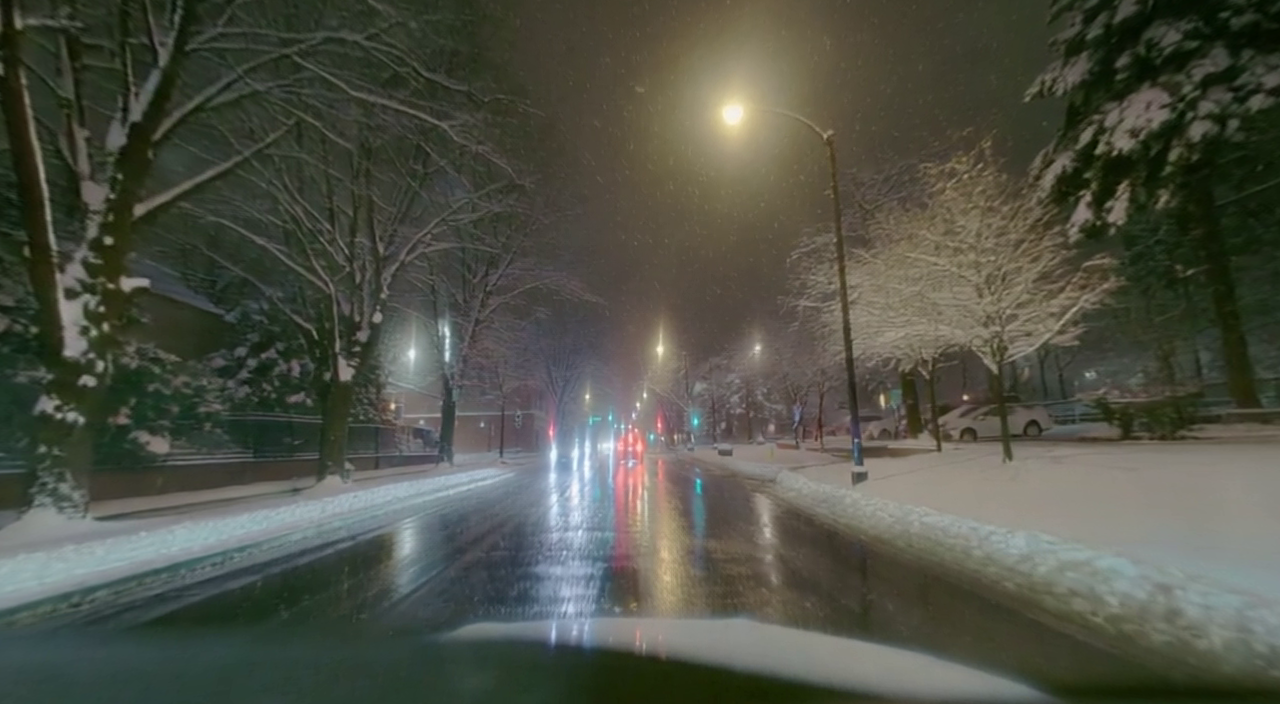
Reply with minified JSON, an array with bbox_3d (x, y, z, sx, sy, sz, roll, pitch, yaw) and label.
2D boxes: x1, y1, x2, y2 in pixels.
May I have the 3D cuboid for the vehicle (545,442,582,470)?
[{"bbox_3d":[-4.489,6.117,37.216,1.973,1.512,3.524,0,-8,-4],"label":"vehicle"}]

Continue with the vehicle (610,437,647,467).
[{"bbox_3d":[-0.657,6.063,38.301,2.142,1.686,3.816,-1,-8,1],"label":"vehicle"}]

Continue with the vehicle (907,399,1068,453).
[{"bbox_3d":[11.934,2.590,21.908,4.349,1.462,1.982,-5,-8,6],"label":"vehicle"}]
